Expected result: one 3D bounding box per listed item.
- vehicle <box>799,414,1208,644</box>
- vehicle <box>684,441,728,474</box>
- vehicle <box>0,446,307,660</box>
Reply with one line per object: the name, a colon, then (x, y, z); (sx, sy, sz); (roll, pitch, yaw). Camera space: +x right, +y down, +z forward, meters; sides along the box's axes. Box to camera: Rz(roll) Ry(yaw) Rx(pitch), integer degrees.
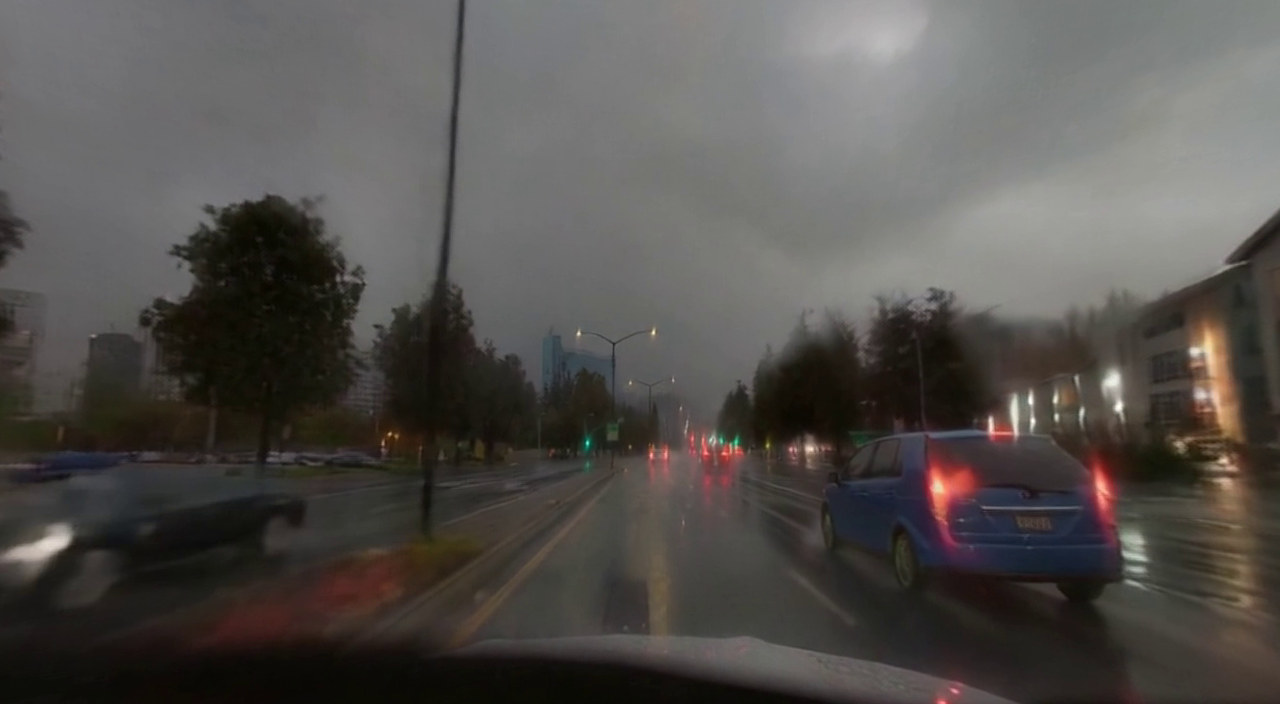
vehicle: (3.128, 1.574, 6.594); (1.901, 1.634, 3.952); (0, -8, 0)
vehicle: (3.925, 6.385, 38.255); (2.154, 1.844, 4.634); (0, -8, 0)
vehicle: (-5.393, 1.657, 6.111); (1.953, 1.462, 4.297); (0, -8, 1)
